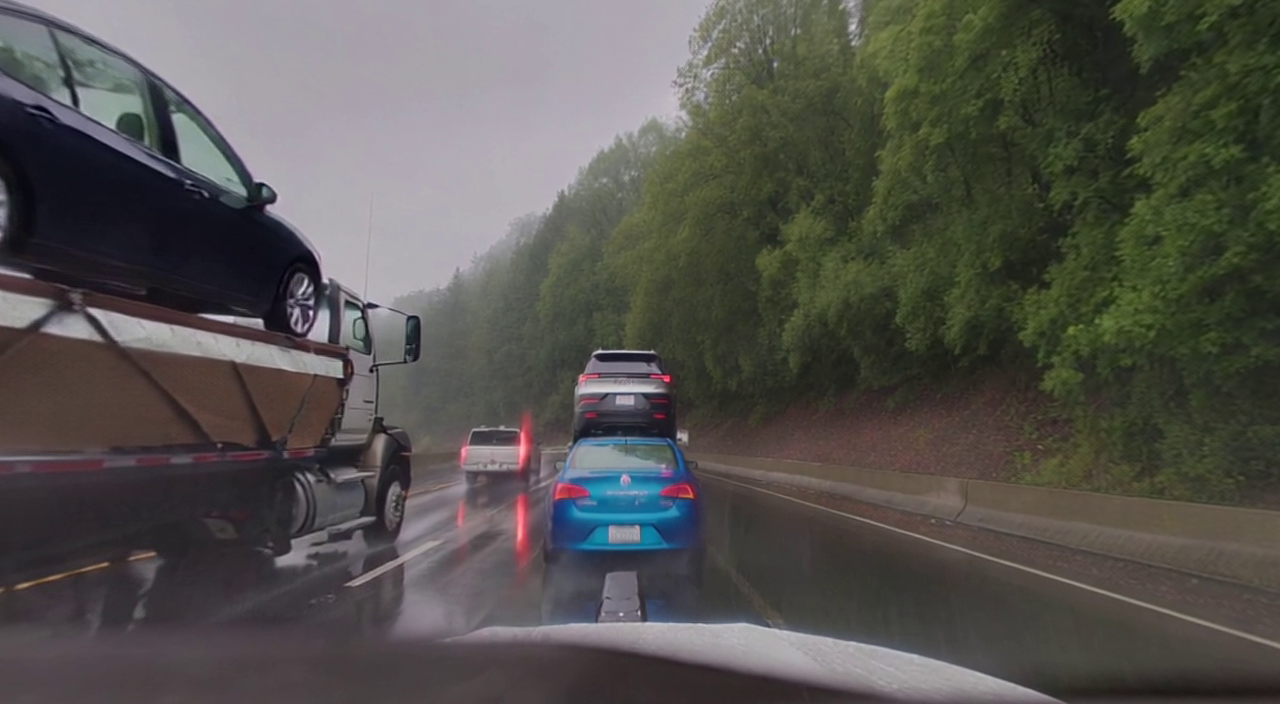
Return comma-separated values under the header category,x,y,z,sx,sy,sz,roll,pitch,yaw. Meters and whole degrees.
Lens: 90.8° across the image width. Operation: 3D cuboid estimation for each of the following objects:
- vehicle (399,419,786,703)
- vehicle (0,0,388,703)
category,x,y,z,sx,sy,sz,roll,pitch,yaw
vehicle,-0.273,1.378,5.027,1.991,1.507,3.391,0,-9,-1
vehicle,-4.526,-0.464,0.625,2.836,4.059,14.286,0,-9,-1
